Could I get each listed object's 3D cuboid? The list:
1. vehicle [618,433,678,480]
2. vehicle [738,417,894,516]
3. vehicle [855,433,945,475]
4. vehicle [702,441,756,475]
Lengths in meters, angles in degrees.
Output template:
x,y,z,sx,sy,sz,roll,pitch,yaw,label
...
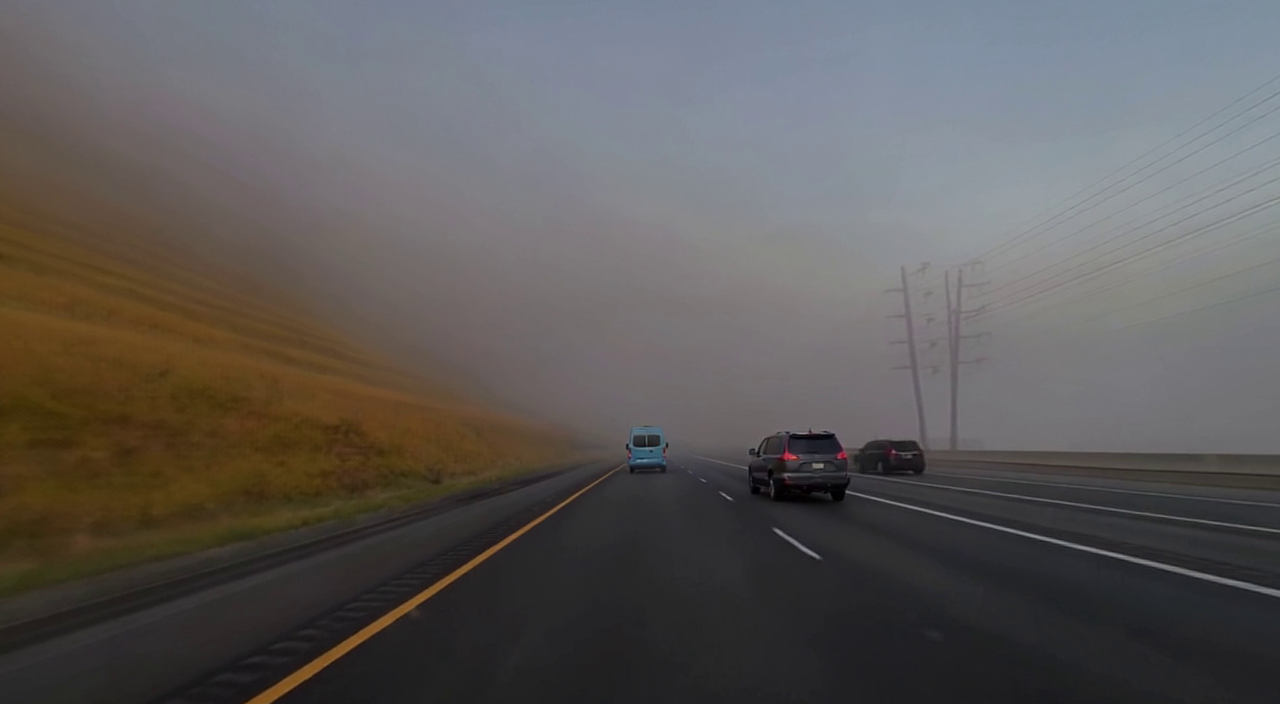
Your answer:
x,y,z,sx,sy,sz,roll,pitch,yaw,label
0.335,4.292,26.184,2.268,1.772,4.523,0,-8,1,vehicle
3.629,2.457,14.033,2.139,1.821,4.480,0,-8,0,vehicle
11.321,4.473,27.890,2.087,1.681,4.589,0,-8,1,vehicle
4.106,4.959,29.793,1.938,1.466,4.356,0,-8,0,vehicle
